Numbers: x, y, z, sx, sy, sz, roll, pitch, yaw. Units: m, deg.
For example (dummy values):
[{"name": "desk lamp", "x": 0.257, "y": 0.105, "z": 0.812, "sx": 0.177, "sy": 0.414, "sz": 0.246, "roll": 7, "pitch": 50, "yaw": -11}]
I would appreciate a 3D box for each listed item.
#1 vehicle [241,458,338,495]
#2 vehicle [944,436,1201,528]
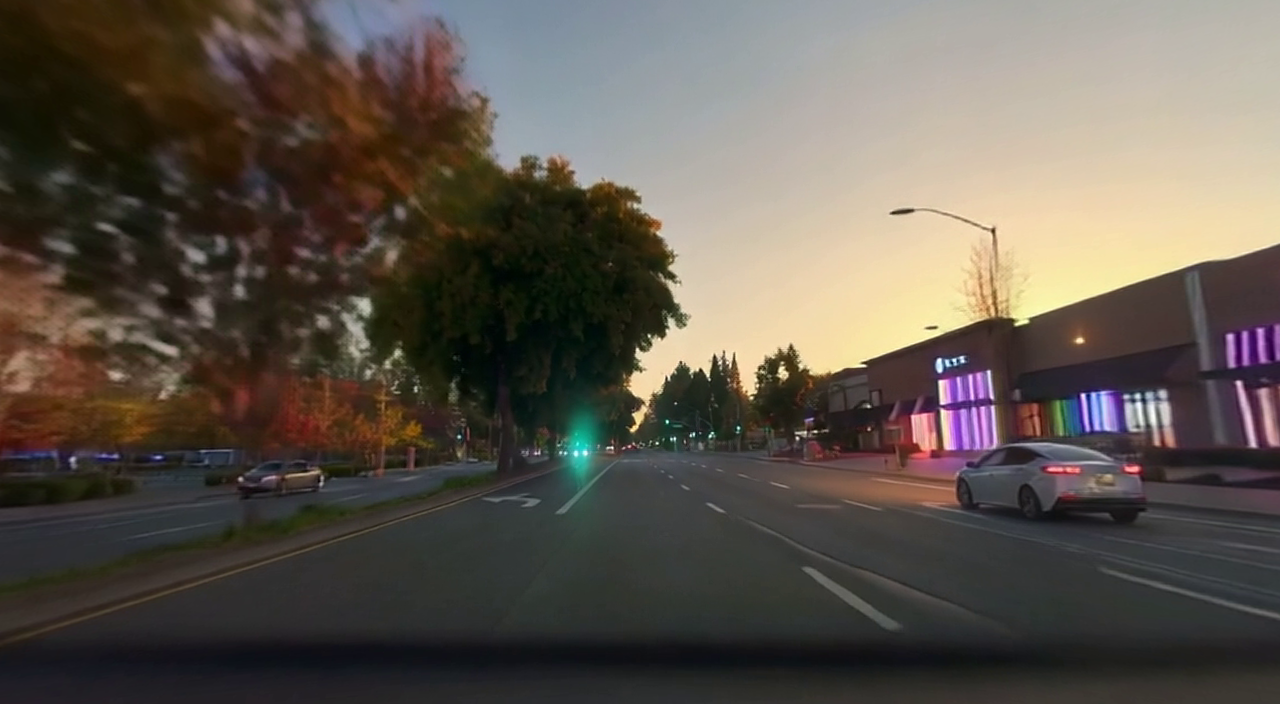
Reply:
[{"name": "vehicle", "x": -16.013, "y": 5.621, "z": 28.809, "sx": 4.523, "sy": 1.494, "sz": 1.857, "roll": -6, "pitch": -10, "yaw": 32}, {"name": "vehicle", "x": 8.018, "y": 2.422, "z": 12.359, "sx": 1.936, "sy": 1.460, "sz": 4.258, "roll": 0, "pitch": -9, "yaw": -1}]
